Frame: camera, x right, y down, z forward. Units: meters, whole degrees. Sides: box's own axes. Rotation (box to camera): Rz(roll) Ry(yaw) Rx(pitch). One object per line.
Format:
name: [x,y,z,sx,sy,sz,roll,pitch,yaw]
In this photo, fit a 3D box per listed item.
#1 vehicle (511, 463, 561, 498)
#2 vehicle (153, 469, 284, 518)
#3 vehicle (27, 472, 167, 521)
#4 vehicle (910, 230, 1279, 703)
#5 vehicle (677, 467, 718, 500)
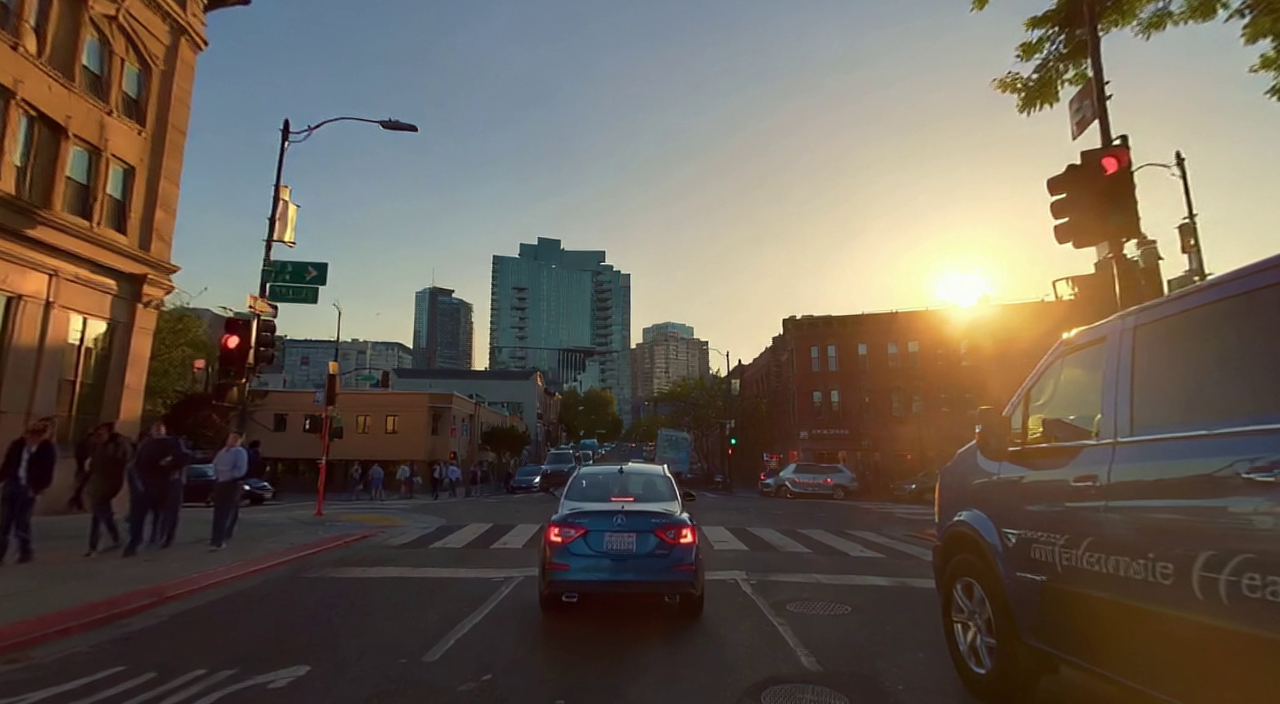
vehicle: [-6.351,7.902,39.006,2.226,1.896,4.438,-1,-8,1]
vehicle: [-19.781,6.626,29.711,4.750,2.083,2.002,-1,-9,3]
vehicle: [-25.483,6.781,29.720,4.588,2.048,2.110,0,-9,1]
vehicle: [3.208,0.541,1.245,2.632,1.979,6.096,0,-8,0]
vehicle: [3.464,8.054,38.809,1.908,1.741,4.066,0,-9,-3]
